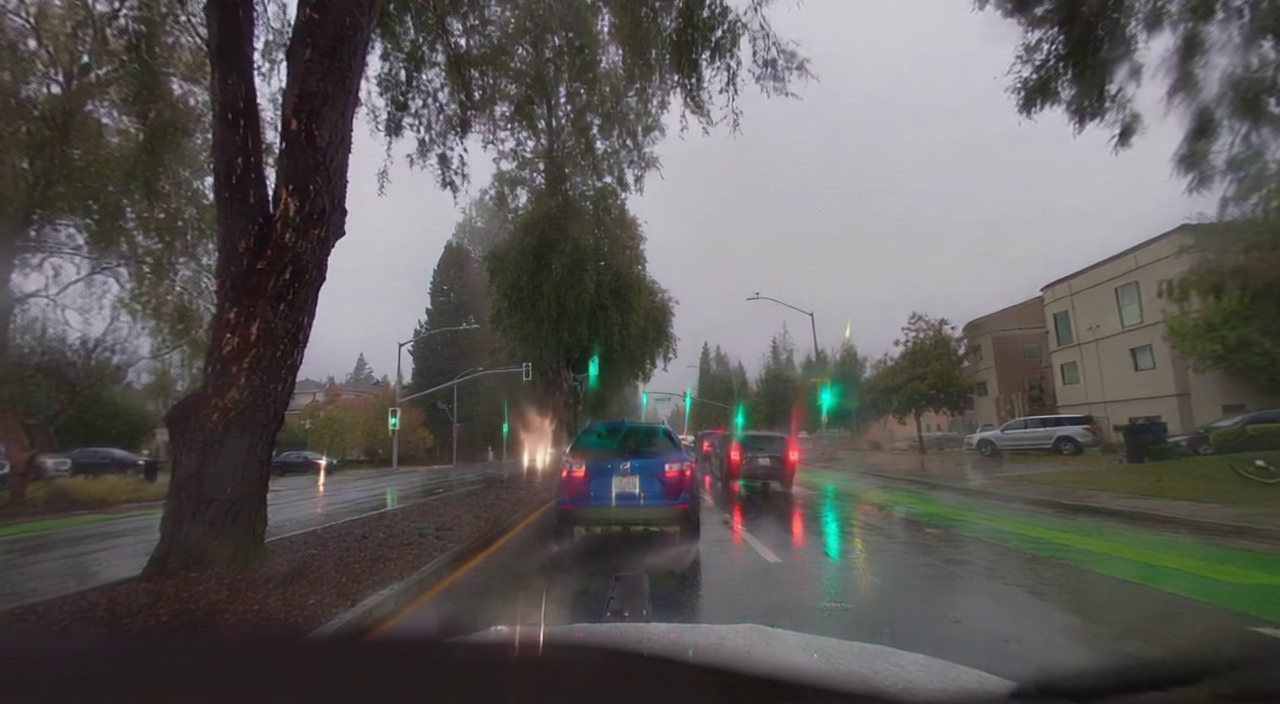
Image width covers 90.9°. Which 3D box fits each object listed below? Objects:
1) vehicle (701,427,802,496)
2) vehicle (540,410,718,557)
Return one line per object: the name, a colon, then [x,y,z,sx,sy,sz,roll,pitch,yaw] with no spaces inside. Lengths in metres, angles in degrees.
vehicle: [3.187,3.237,19.064,2.189,1.815,4.495,0,-8,0]
vehicle: [-0.110,1.857,9.548,2.109,1.730,3.963,0,-8,1]
